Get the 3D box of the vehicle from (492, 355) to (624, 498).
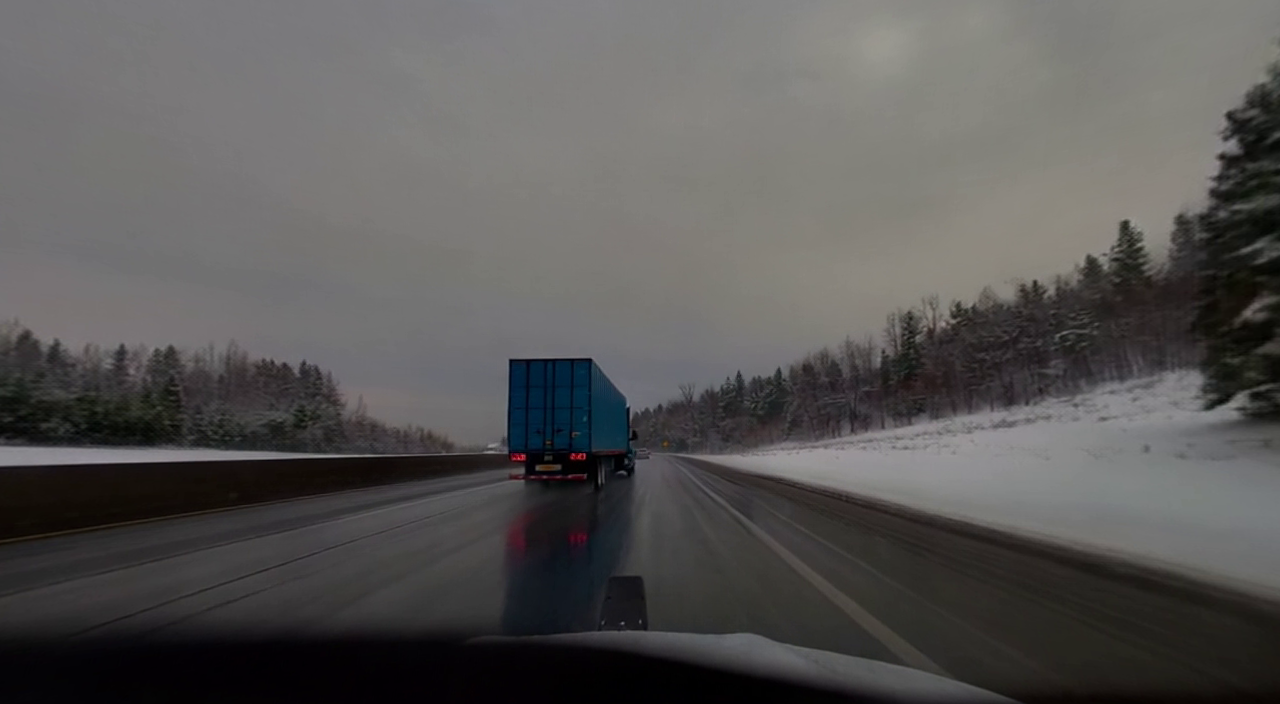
[{"bbox_3d":[-2.506,3.213,25.230,2.851,4.098,14.436,0,-9,2],"label":"vehicle"}]
